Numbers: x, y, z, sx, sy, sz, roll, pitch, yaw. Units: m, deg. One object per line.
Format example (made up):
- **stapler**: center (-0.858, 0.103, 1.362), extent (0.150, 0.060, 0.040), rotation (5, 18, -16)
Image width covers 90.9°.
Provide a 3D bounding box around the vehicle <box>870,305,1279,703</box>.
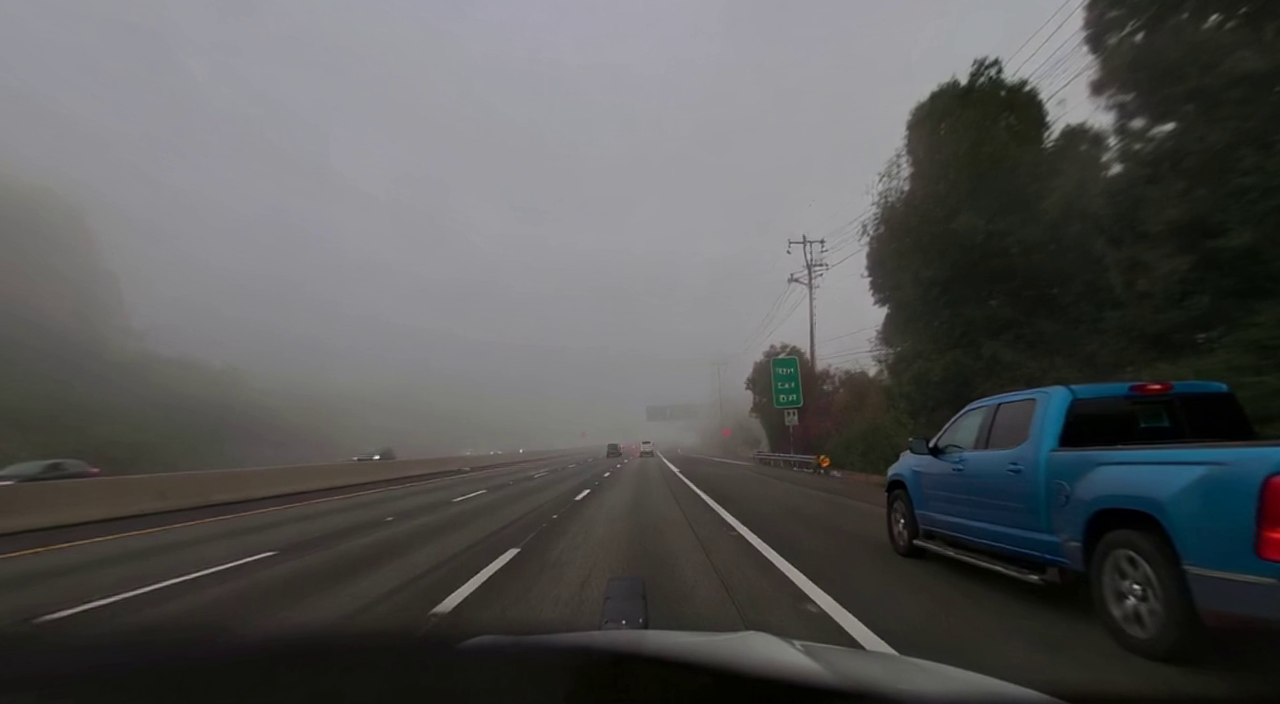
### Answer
- **vehicle**: center (3.766, 1.023, 4.607), extent (2.186, 1.840, 5.289), rotation (0, -8, 0)
